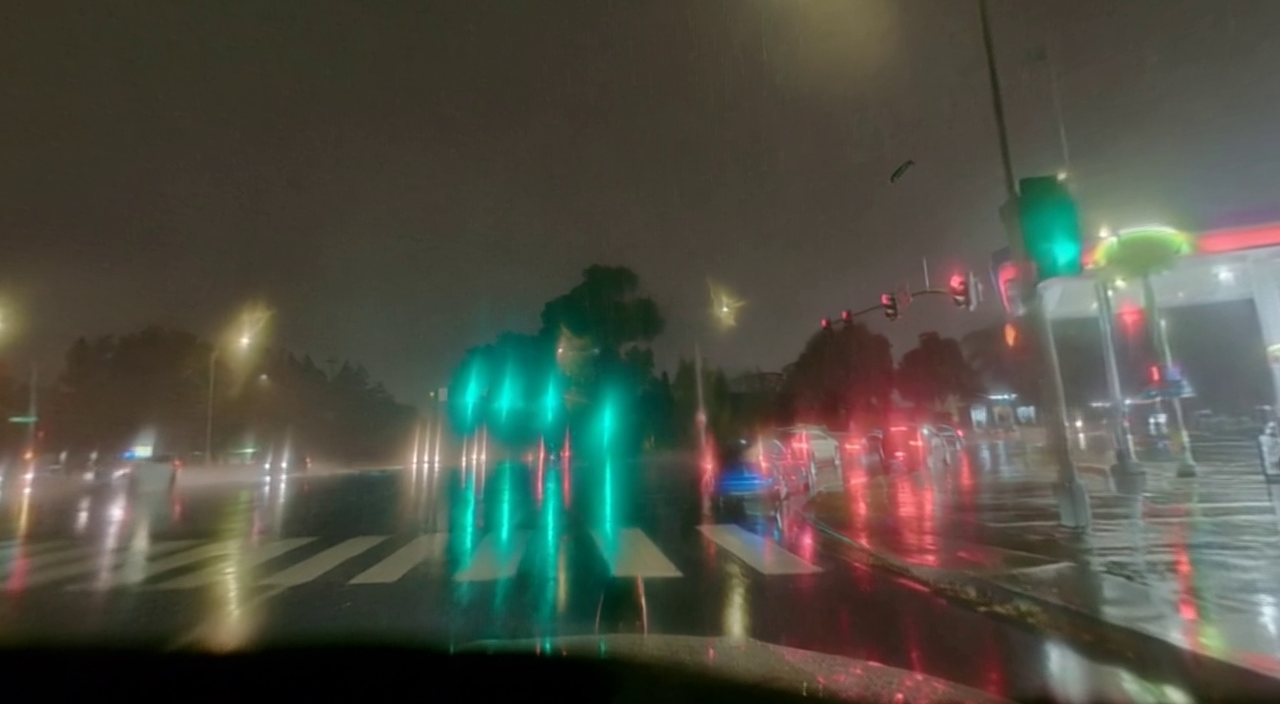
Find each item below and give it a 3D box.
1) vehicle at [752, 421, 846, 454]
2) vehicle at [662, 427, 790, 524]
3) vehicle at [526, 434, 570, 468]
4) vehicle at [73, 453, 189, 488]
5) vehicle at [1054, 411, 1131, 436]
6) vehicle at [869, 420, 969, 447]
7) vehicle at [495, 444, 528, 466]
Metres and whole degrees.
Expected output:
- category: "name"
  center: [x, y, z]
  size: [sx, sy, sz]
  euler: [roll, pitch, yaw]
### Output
- category: "vehicle"
  center: [8.540, 4.620, 34.143]
  size: [4.524, 1.681, 1.823]
  euler: [1, -9, -8]
- category: "vehicle"
  center: [1.774, 2.244, 12.078]
  size: [1.976, 1.462, 4.342]
  euler: [-2, -9, 12]
- category: "vehicle"
  center: [-4.944, 5.351, 34.392]
  size: [2.210, 1.722, 4.215]
  euler: [1, -8, -6]
- category: "vehicle"
  center: [-26.403, 6.141, 33.033]
  size: [2.376, 1.616, 4.587]
  euler: [0, -9, -2]
- category: "vehicle"
  center: [30.381, 4.841, 42.476]
  size: [3.923, 1.619, 1.817]
  euler: [1, -8, -7]
- category: "vehicle"
  center: [15.324, 4.508, 34.801]
  size: [4.700, 1.417, 1.789]
  euler: [1, -8, -6]
- category: "vehicle"
  center: [-9.411, 7.548, 46.613]
  size: [2.003, 1.492, 4.291]
  euler: [1, -8, -6]
